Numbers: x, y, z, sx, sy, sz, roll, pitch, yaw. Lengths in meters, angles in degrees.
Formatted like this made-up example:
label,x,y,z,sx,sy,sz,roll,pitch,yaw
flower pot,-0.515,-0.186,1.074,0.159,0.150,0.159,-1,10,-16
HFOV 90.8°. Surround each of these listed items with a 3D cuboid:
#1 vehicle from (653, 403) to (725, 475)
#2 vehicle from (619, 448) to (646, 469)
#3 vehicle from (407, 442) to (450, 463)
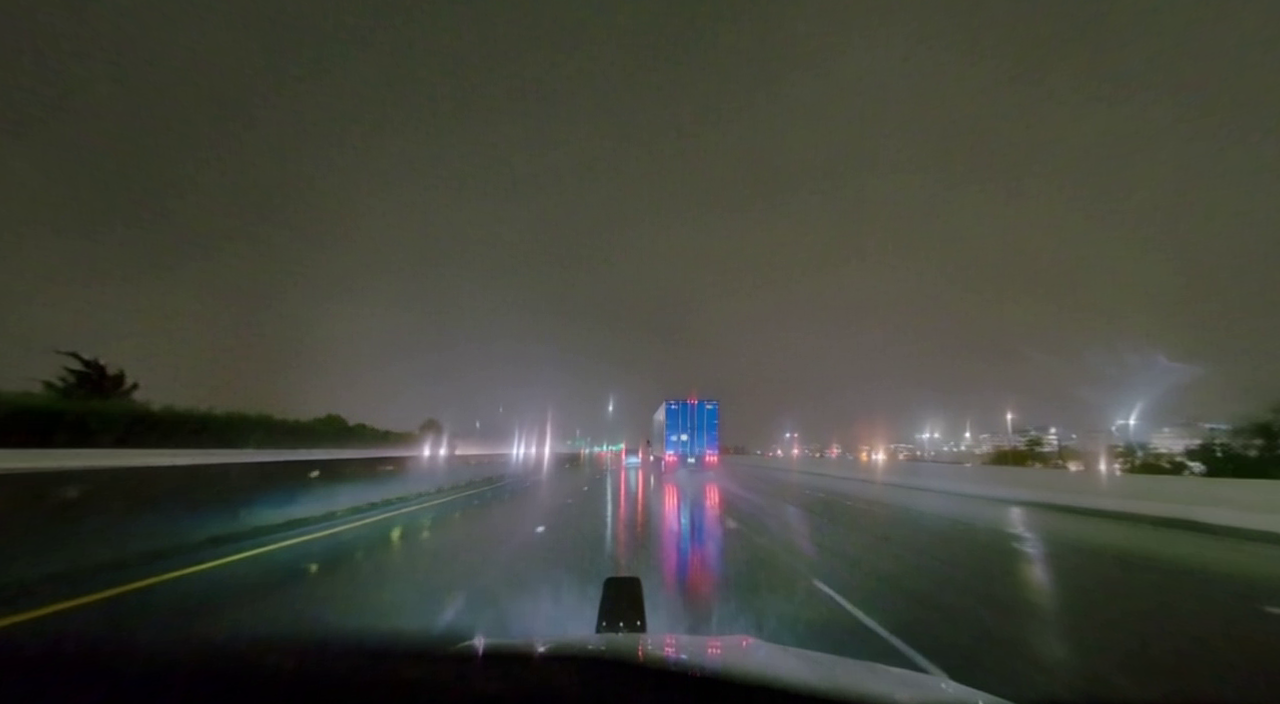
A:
label,x,y,z,sx,sy,sz,roll,pitch,yaw
vehicle,3.072,6.366,45.307,3.462,4.177,16.311,0,-9,-1
vehicle,-0.550,7.672,45.749,1.898,1.438,4.053,0,-9,-1
vehicle,-15.589,7.446,46.726,1.776,1.436,3.890,0,-9,1
